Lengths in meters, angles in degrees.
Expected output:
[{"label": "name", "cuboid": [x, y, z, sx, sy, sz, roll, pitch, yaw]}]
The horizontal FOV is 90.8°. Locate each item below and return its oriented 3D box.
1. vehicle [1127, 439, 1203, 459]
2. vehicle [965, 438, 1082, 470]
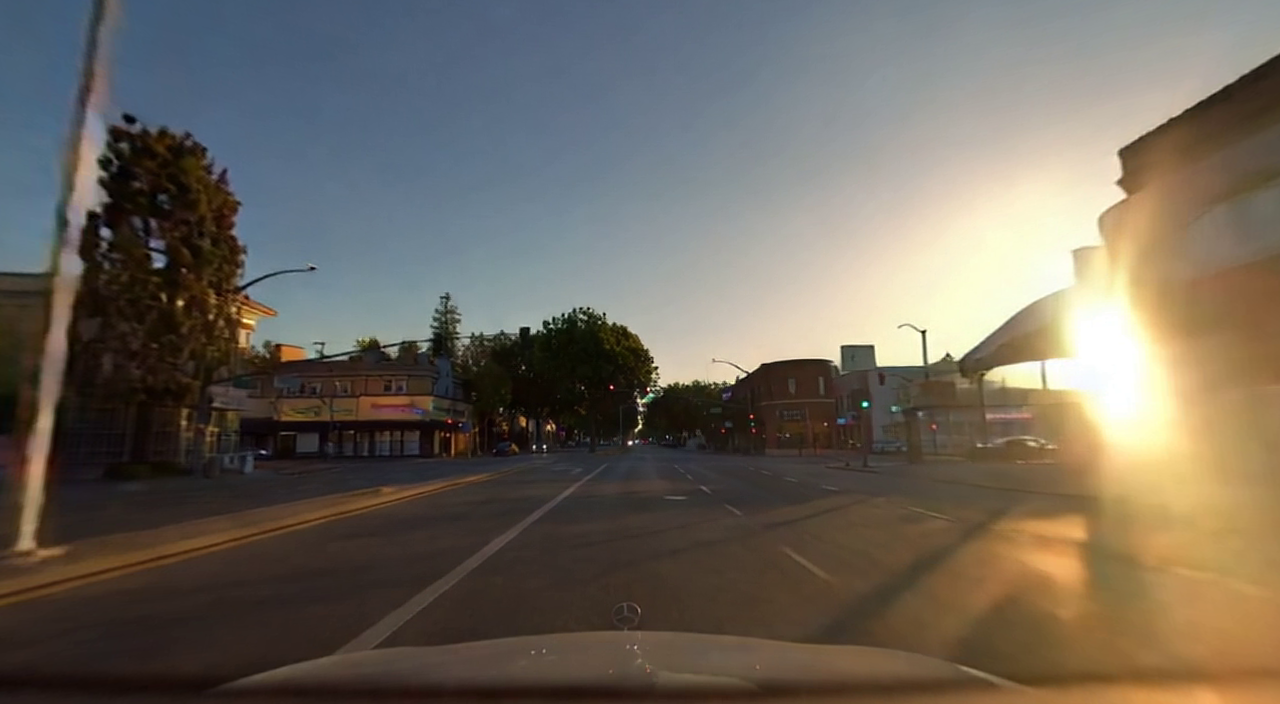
[{"label": "vehicle", "cuboid": [41.311, 7.657, 49.781, 4.157, 1.552, 1.953, 0, -8, 2]}, {"label": "vehicle", "cuboid": [18.860, 5.014, 31.212, 4.545, 1.511, 1.935, 0, -8, -3]}]
